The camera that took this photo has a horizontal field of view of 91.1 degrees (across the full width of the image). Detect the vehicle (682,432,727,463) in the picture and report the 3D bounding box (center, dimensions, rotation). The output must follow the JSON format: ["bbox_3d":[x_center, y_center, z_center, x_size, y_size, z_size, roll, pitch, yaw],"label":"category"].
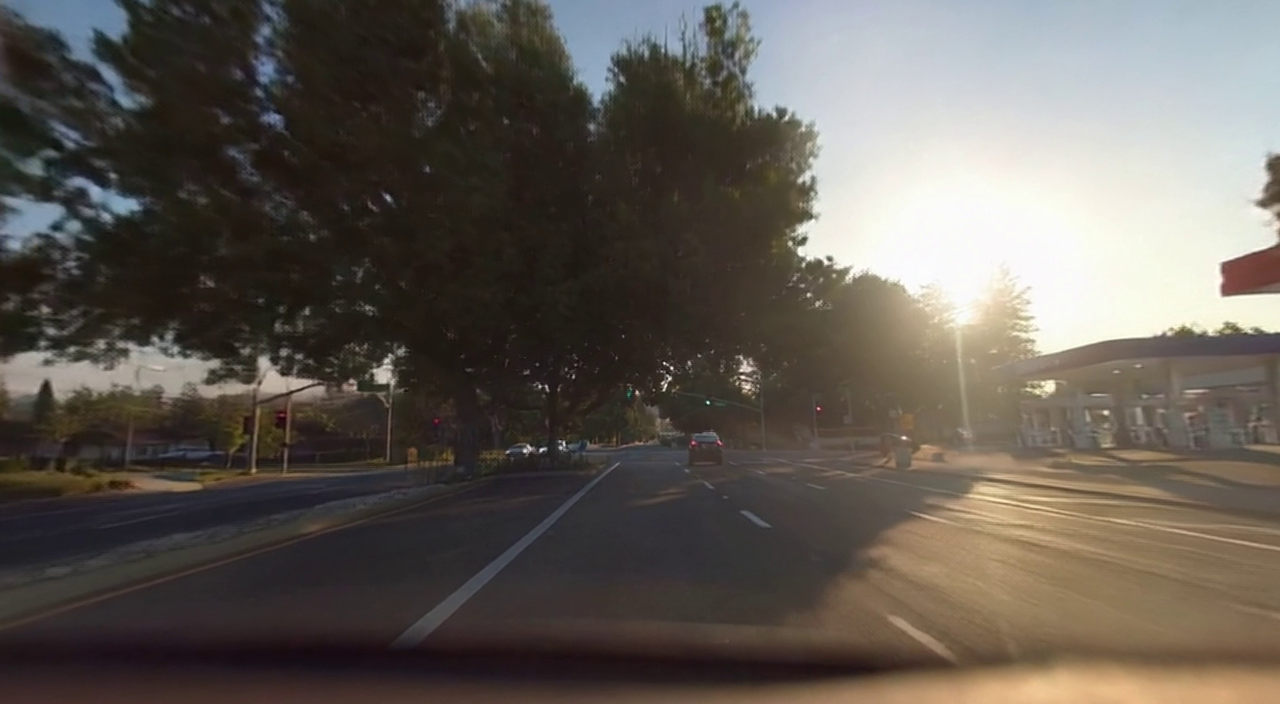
[{"bbox_3d":[3.734,5.598,36.906,2.090,1.717,4.063,0,-8,-1],"label":"vehicle"}]
